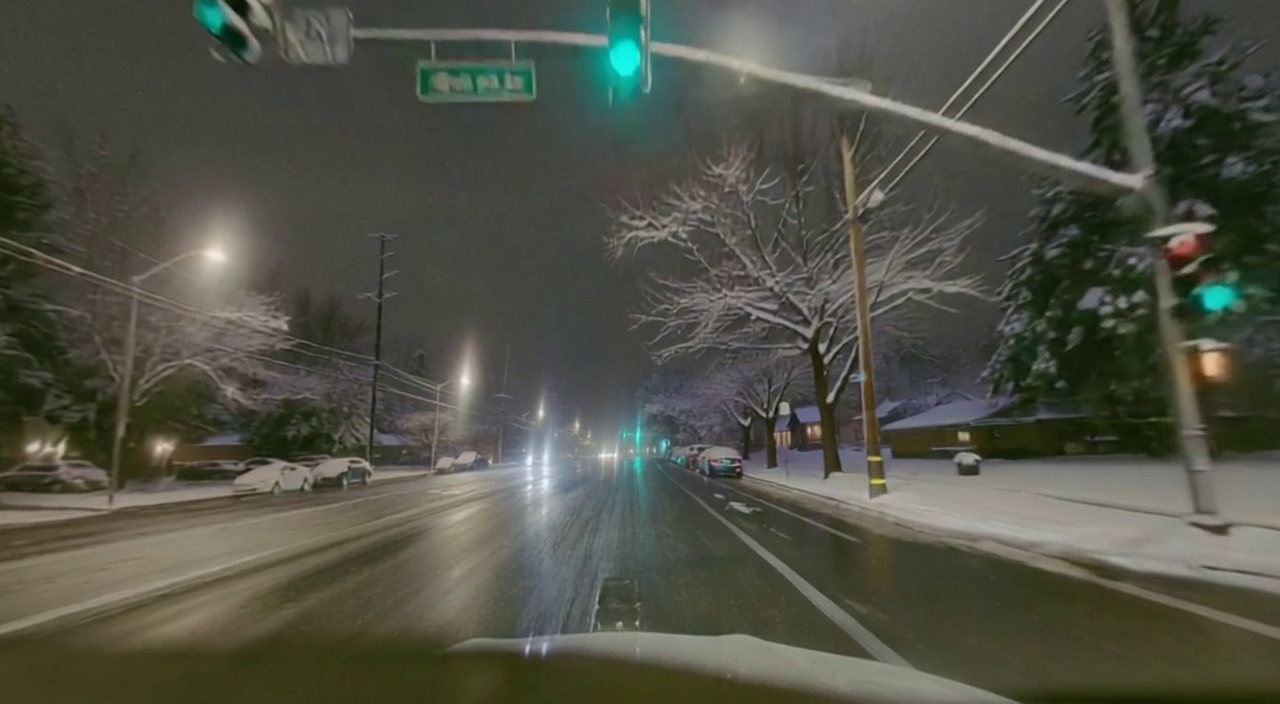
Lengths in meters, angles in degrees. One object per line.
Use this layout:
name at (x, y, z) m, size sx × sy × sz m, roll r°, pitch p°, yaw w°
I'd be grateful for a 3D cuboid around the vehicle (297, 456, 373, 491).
vehicle at (-17.839, 7.100, 37.259) m, size 2.105 × 1.734 × 4.673 m, roll -4°, pitch -8°, yaw 1°

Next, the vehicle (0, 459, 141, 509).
vehicle at (-23.274, 5.249, 25.384) m, size 4.488 × 1.810 × 2.003 m, roll 1°, pitch -9°, yaw -9°

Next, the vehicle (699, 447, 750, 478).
vehicle at (4.392, 5.846, 33.672) m, size 1.927 × 1.523 × 4.668 m, roll 0°, pitch -9°, yaw -2°

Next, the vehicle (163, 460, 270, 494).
vehicle at (-23.628, 6.964, 35.354) m, size 4.670 × 1.486 × 1.864 m, roll -4°, pitch -9°, yaw 1°

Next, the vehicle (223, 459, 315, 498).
vehicle at (-17.822, 6.079, 30.636) m, size 1.896 × 1.661 × 4.191 m, roll -1°, pitch -9°, yaw 0°
